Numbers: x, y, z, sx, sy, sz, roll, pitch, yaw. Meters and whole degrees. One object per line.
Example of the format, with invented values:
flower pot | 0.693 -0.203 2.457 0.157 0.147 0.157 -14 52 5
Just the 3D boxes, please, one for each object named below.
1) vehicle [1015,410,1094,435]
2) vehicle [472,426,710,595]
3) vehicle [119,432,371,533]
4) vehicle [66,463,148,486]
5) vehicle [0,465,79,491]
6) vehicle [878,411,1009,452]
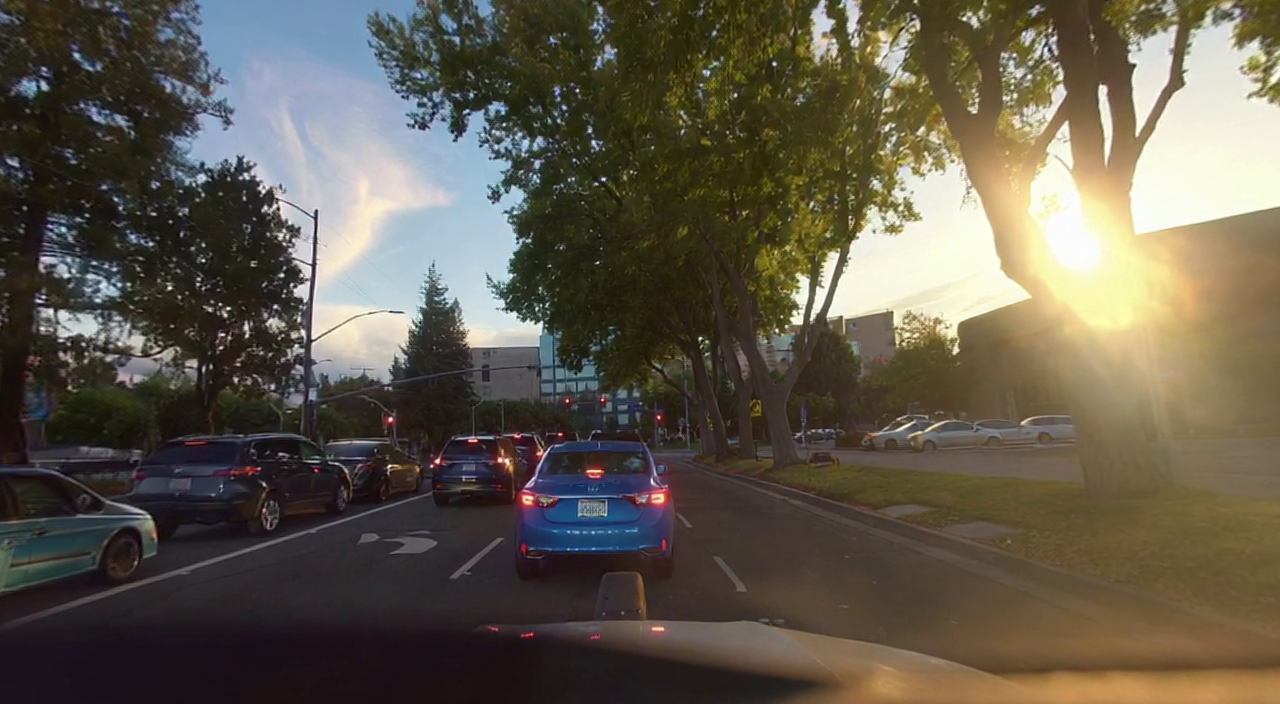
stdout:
vehicle | 30.332 5.227 46.403 4.627 1.671 1.929 -5 -10 29
vehicle | -0.419 1.704 7.628 2.104 1.472 3.946 0 -9 0
vehicle | -7.271 2.427 12.336 2.096 1.593 4.288 0 -9 0
vehicle | -36.456 8.375 43.273 3.918 1.423 1.861 -1 -9 2
vehicle | -36.640 7.544 37.947 4.093 1.440 1.804 0 -9 -1
vehicle | 13.929 3.690 29.216 4.975 1.809 1.956 0 -9 1
